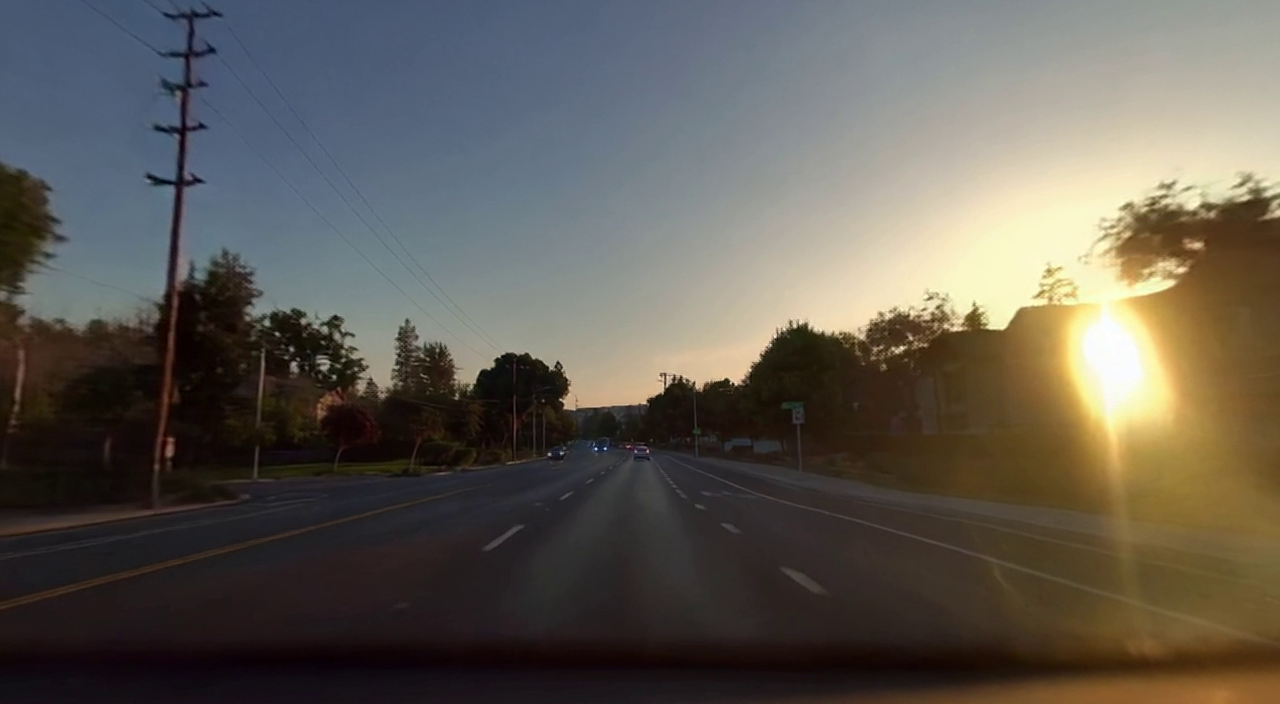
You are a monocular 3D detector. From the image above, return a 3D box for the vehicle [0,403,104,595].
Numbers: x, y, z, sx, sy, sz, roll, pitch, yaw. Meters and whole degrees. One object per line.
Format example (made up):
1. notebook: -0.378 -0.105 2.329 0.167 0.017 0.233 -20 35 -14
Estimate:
1. vehicle: -7.523 1.260 4.529 2.325 1.877 5.690 -3 -9 0
